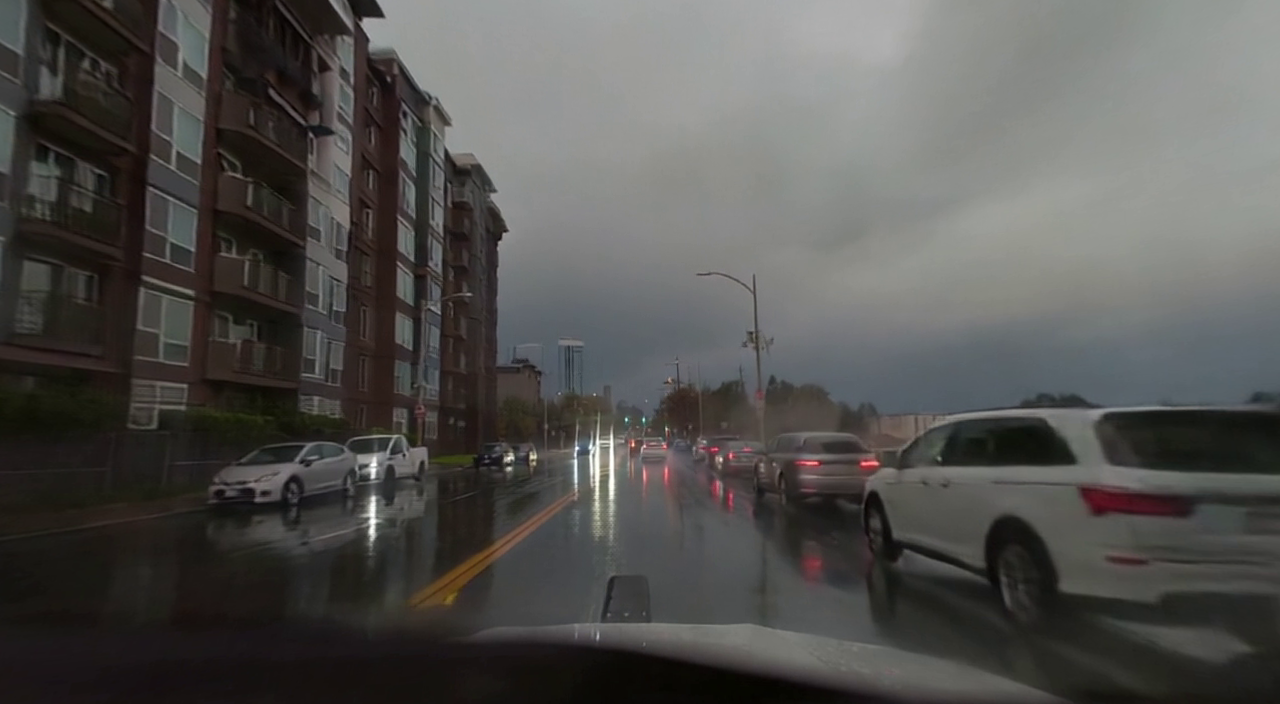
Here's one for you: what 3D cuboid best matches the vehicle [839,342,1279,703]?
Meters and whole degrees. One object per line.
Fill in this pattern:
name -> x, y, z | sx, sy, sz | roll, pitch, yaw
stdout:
vehicle -> 3.824, 1.232, 5.743 | 2.327, 1.864, 4.981 | 0, -8, -1

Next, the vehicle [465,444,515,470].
vehicle -> -8.800, 6.186, 37.388 | 2.021, 1.474, 4.337 | 0, -8, -1

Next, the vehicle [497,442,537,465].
vehicle -> -8.788, 7.254, 45.342 | 2.002, 1.546, 4.339 | 0, -8, 0

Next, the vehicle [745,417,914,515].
vehicle -> 3.939, 2.478, 14.200 | 2.260, 1.789, 4.810 | 0, -8, -1

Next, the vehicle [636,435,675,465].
vehicle -> 0.928, 5.982, 38.616 | 2.261, 1.740, 4.065 | 0, -8, 1

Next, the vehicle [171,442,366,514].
vehicle -> -9.213, 3.119, 16.232 | 2.089, 1.549, 4.597 | -1, -8, 2

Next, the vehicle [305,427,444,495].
vehicle -> -8.986, 3.740, 22.095 | 2.457, 2.048, 5.461 | 0, -8, 0
